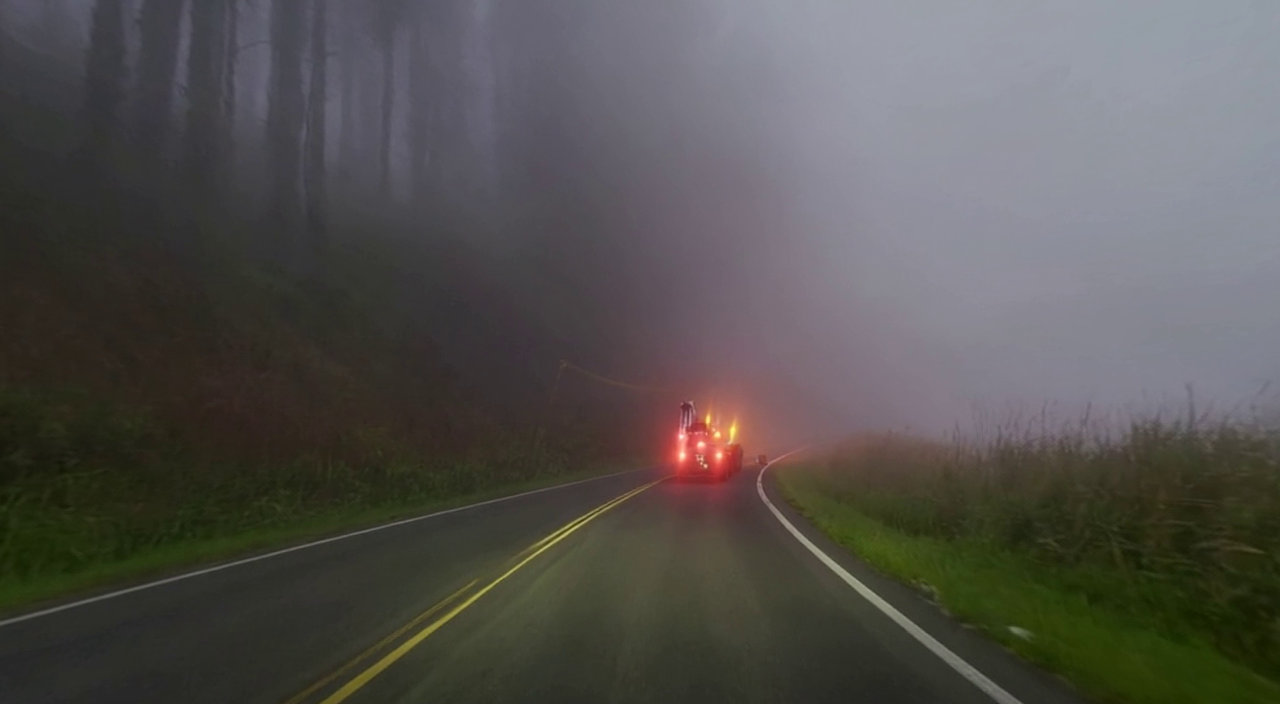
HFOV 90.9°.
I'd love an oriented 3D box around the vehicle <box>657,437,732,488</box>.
[{"bbox_3d":[1.896,3.586,20.758,2.196,1.465,4.294,-1,-9,8],"label":"vehicle"}]
